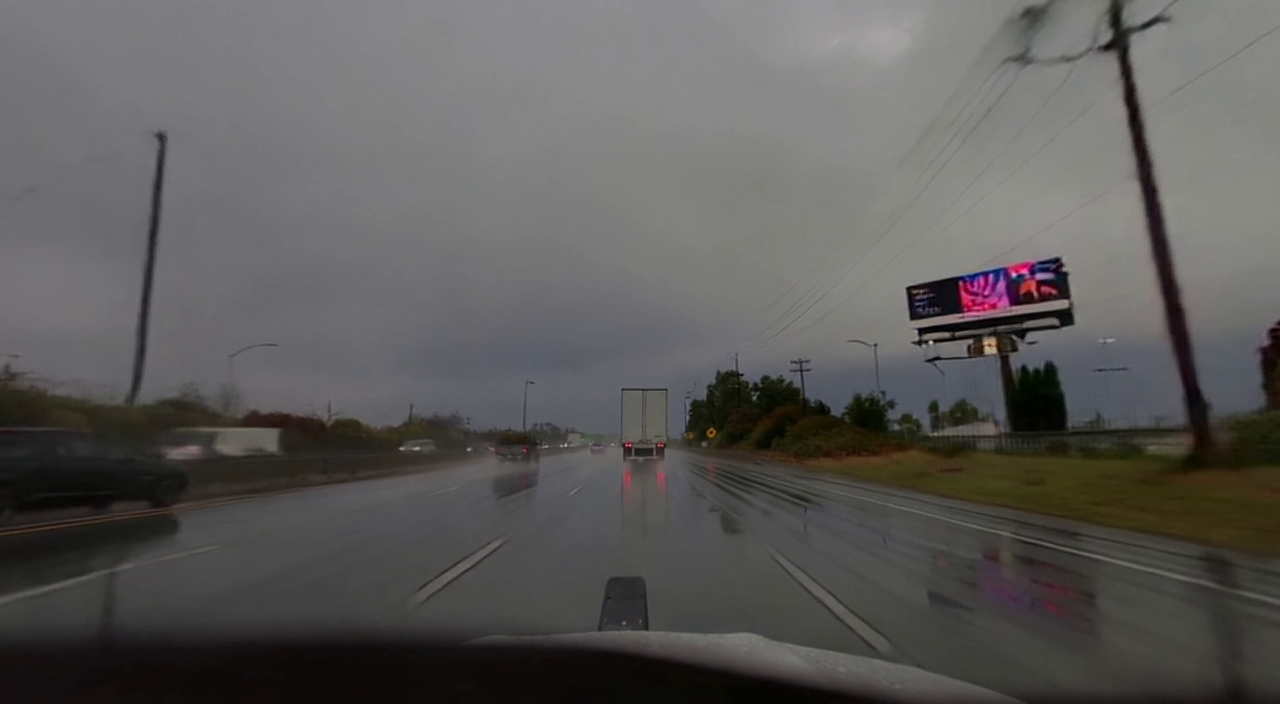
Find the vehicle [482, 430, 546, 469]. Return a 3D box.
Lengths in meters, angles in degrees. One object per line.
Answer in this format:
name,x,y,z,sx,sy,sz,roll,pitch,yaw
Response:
vehicle,-6.849,5.397,35.011,2.263,1.936,5.802,0,-8,1

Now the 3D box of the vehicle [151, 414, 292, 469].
vehicle,-21.931,4.806,33.675,2.233,2.573,7.626,0,-8,0

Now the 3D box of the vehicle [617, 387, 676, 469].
vehicle,0.540,4.519,36.512,2.879,4.027,11.243,-1,-8,2

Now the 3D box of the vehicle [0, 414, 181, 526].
vehicle,-11.160,2.032,11.102,2.010,1.766,5.365,0,-8,1
